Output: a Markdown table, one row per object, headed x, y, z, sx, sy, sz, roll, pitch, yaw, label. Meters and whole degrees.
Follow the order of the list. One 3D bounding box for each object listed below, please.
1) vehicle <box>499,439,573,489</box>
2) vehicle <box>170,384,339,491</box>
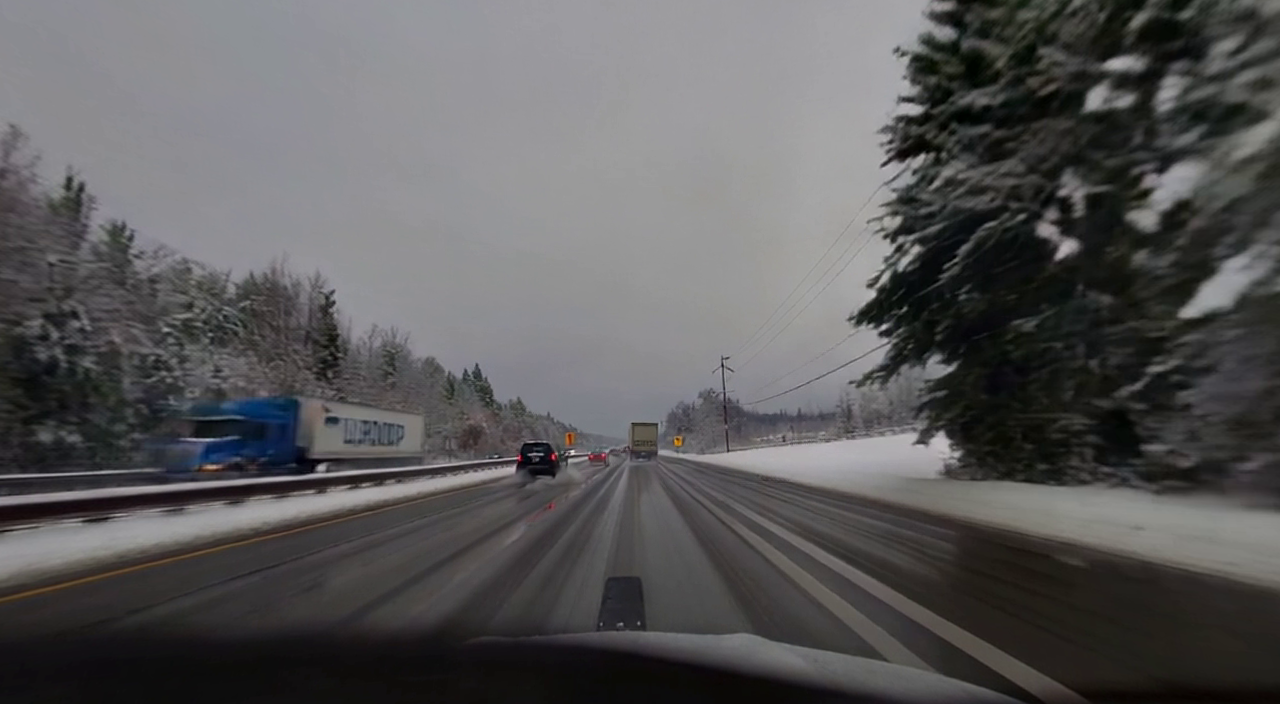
| x | y | z | sx | sy | sz | roll | pitch | yaw | label |
| --- | --- | --- | --- | --- | --- | --- | --- | --- | --- |
| -3.894 | 4.245 | 24.256 | 2.111 | 1.735 | 4.066 | 0 | -9 | 0 | vehicle |
| -16.594 | 3.785 | 27.800 | 3.536 | 4.173 | 5.865 | 0 | -9 | 0 | vehicle |
